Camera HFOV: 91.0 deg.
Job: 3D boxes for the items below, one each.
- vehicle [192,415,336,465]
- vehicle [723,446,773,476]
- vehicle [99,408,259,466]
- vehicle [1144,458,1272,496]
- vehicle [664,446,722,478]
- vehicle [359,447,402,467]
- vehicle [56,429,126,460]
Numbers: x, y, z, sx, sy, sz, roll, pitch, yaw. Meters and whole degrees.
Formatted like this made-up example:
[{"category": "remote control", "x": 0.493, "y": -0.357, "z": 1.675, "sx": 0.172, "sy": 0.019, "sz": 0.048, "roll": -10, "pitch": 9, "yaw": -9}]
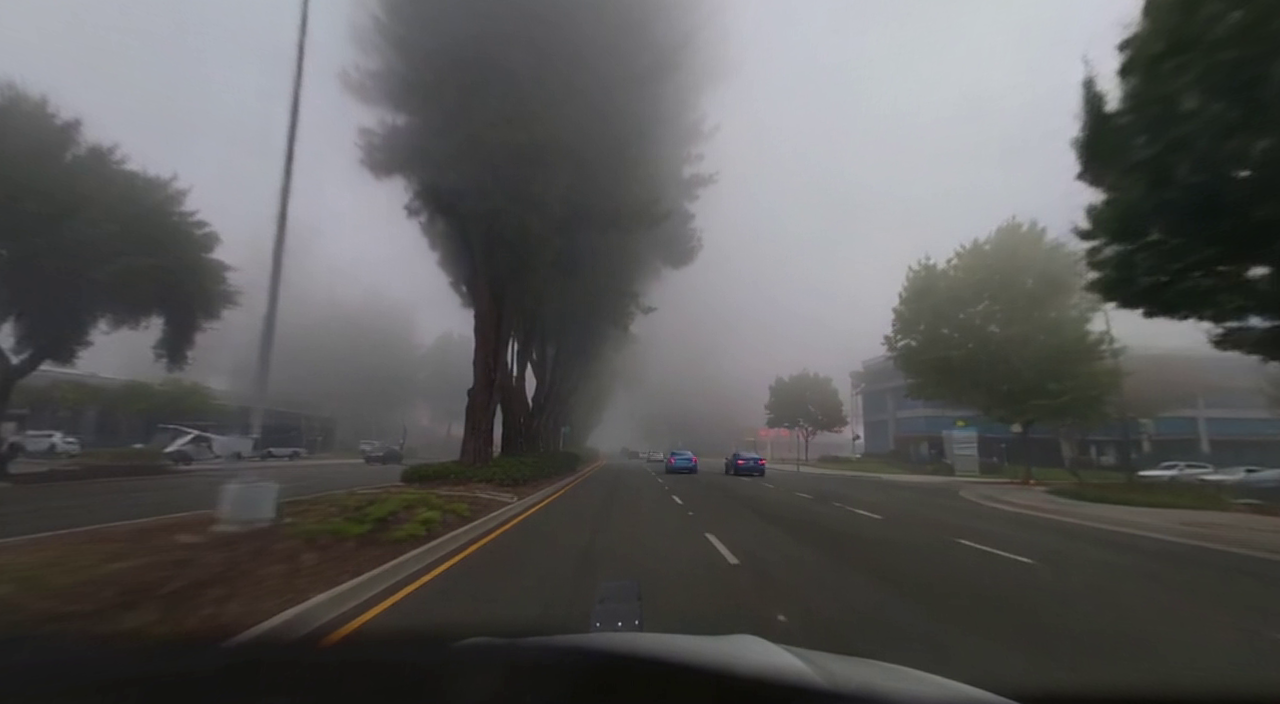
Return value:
[{"category": "vehicle", "x": -26.666, "y": 6.325, "z": 45.093, "sx": 8.121, "sy": 3.260, "sz": 2.889, "roll": 3, "pitch": -9, "yaw": -12}, {"category": "vehicle", "x": 6.030, "y": 6.092, "z": 35.507, "sx": 1.886, "sy": 1.528, "sz": 4.169, "roll": 1, "pitch": -9, "yaw": -3}, {"category": "vehicle", "x": -27.107, "y": 5.124, "z": 37.427, "sx": 6.822, "sy": 3.138, "sz": 2.979, "roll": 4, "pitch": -9, "yaw": -17}, {"category": "vehicle", "x": 26.861, "y": 5.899, "z": 29.815, "sx": 4.586, "sy": 1.665, "sz": 1.968, "roll": 2, "pitch": -9, "yaw": -10}, {"category": "vehicle", "x": 2.523, "y": 5.405, "z": 31.145, "sx": 2.256, "sy": 1.451, "sz": 4.313, "roll": 1, "pitch": -9, "yaw": -3}, {"category": "vehicle", "x": -20.413, "y": 8.245, "z": 49.669, "sx": 1.730, "sy": 1.516, "sz": 3.847, "roll": 1, "pitch": -9, "yaw": -1}, {"category": "vehicle", "x": -41.156, "y": 6.955, "z": 47.281, "sx": 2.149, "sy": 2.227, "sz": 3.723, "roll": 2, "pitch": -8, "yaw": -10}]
